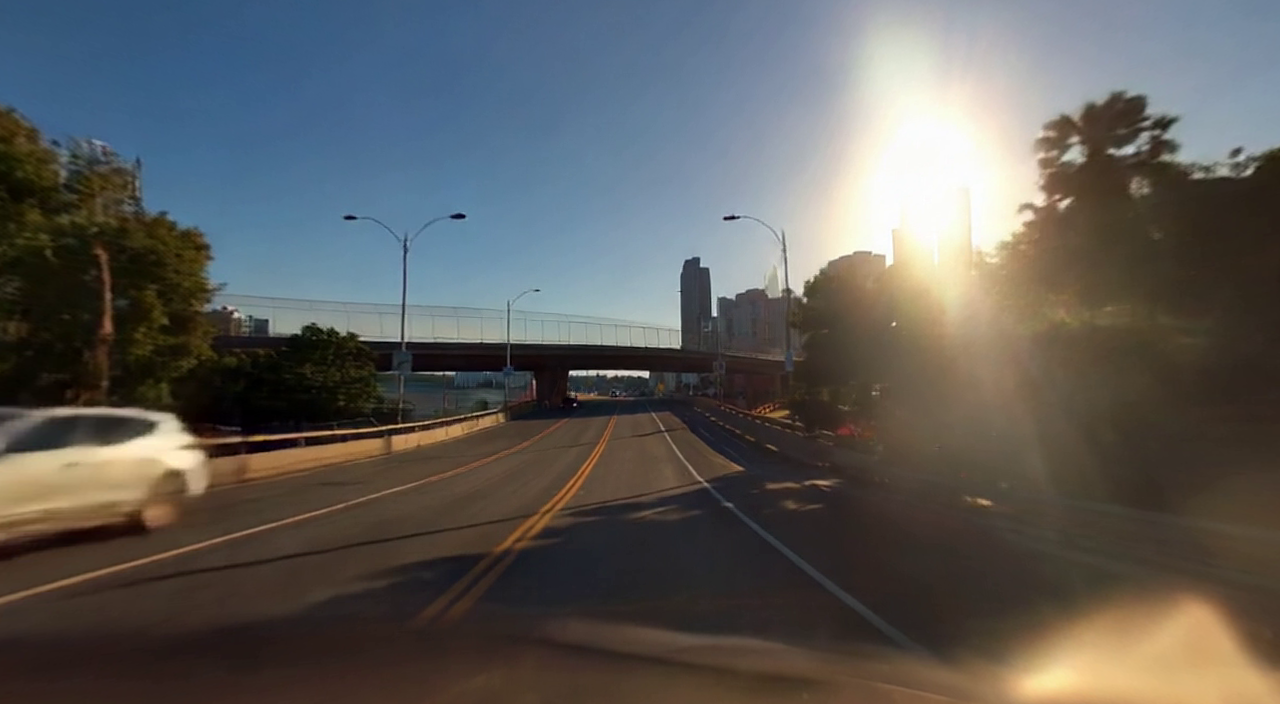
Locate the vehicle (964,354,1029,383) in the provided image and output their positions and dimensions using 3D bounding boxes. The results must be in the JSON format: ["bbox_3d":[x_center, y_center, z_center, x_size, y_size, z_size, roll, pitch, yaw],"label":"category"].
[{"bbox_3d":[26.851,1.247,47.666,3.698,1.510,1.672,-5,-14,-2],"label":"vehicle"}]

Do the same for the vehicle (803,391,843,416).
[{"bbox_3d":[13.751,3.916,47.637,1.779,1.489,3.734,2,-9,-2],"label":"vehicle"}]

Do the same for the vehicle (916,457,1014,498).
[{"bbox_3d":[13.854,5.338,27.213,1.809,1.497,3.837,-1,-9,-6],"label":"vehicle"}]

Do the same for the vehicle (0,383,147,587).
[{"bbox_3d":[-6.668,1.072,4.891,2.175,1.771,4.352,0,-8,-1],"label":"vehicle"}]
